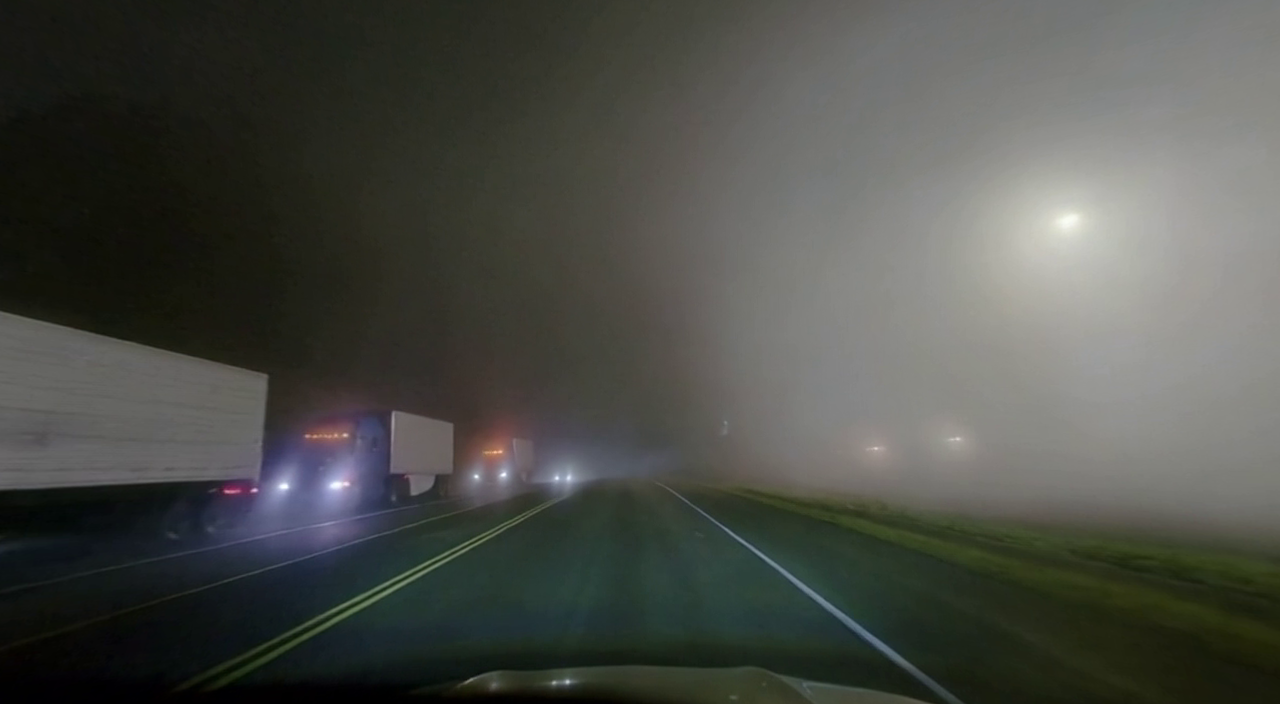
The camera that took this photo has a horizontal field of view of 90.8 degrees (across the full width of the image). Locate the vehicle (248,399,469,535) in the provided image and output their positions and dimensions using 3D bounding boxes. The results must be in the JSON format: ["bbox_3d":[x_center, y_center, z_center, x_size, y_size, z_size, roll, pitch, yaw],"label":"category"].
[{"bbox_3d":[-8.330,3.403,20.637,2.788,3.365,9.652,0,-6,0],"label":"vehicle"}]

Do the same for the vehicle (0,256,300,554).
[{"bbox_3d":[-9.604,1.098,8.226,5.596,3.130,8.972,-4,-12,-2],"label":"vehicle"}]

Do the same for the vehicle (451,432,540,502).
[{"bbox_3d":[-8.437,6.717,38.450,2.905,3.359,10.168,0,-6,1],"label":"vehicle"}]
